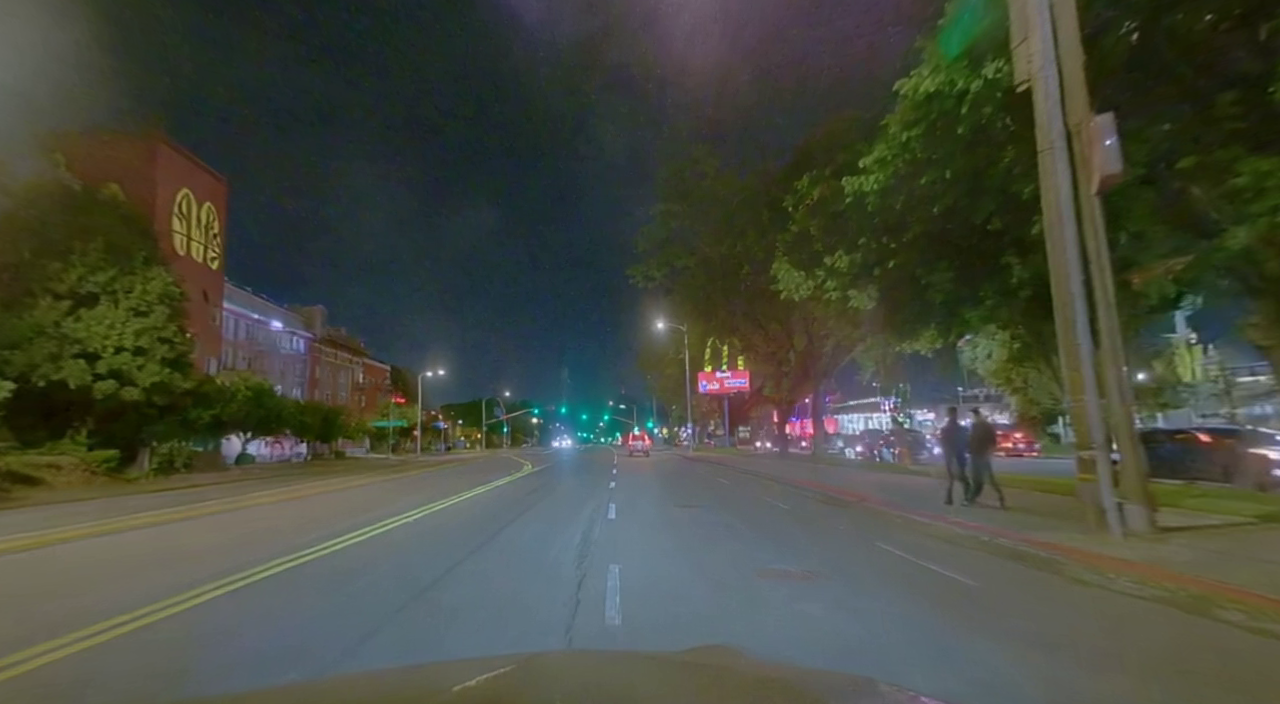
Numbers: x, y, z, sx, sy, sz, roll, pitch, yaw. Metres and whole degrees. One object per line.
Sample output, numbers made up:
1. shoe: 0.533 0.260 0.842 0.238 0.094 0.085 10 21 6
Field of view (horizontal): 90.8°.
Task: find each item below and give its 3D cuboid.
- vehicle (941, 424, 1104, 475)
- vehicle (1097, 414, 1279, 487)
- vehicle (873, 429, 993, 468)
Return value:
1. vehicle: 14.354 3.669 23.909 4.722 1.483 2.119 -4 -8 -3
2. vehicle: 14.418 2.411 15.634 4.644 1.657 2.072 0 -8 -3
3. vehicle: 13.604 4.488 29.513 4.538 1.433 2.023 -3 -7 -4
